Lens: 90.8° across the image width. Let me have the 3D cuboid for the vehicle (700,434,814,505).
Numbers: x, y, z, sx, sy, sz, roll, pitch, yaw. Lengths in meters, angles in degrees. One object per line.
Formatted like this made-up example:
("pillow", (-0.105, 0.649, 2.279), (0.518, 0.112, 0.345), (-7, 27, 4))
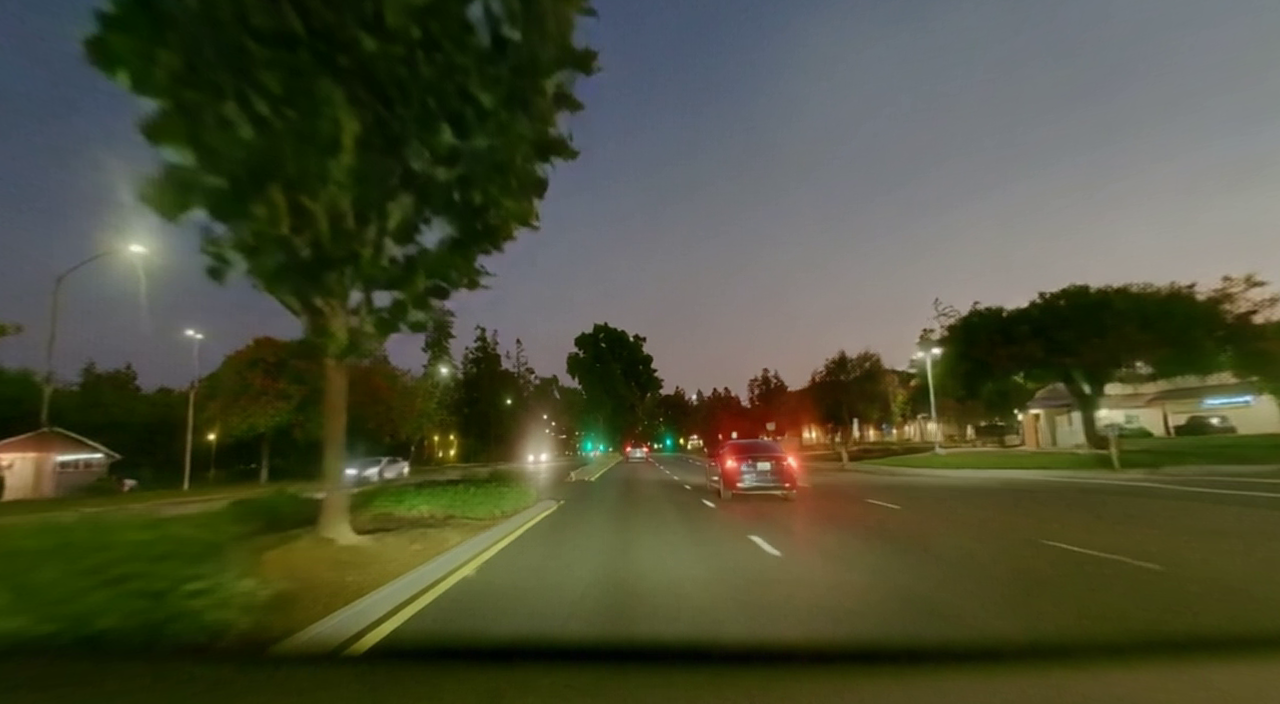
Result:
("vehicle", (2.920, 3.063, 16.932), (1.995, 1.616, 4.729), (0, -9, -2))

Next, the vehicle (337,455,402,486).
("vehicle", (-16.230, 7.101, 38.121), (1.913, 1.658, 4.465), (0, -9, 0))

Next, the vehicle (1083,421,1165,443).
("vehicle", (34.102, 5.675, 44.537), (4.273, 1.517, 1.815), (0, -9, -2))
